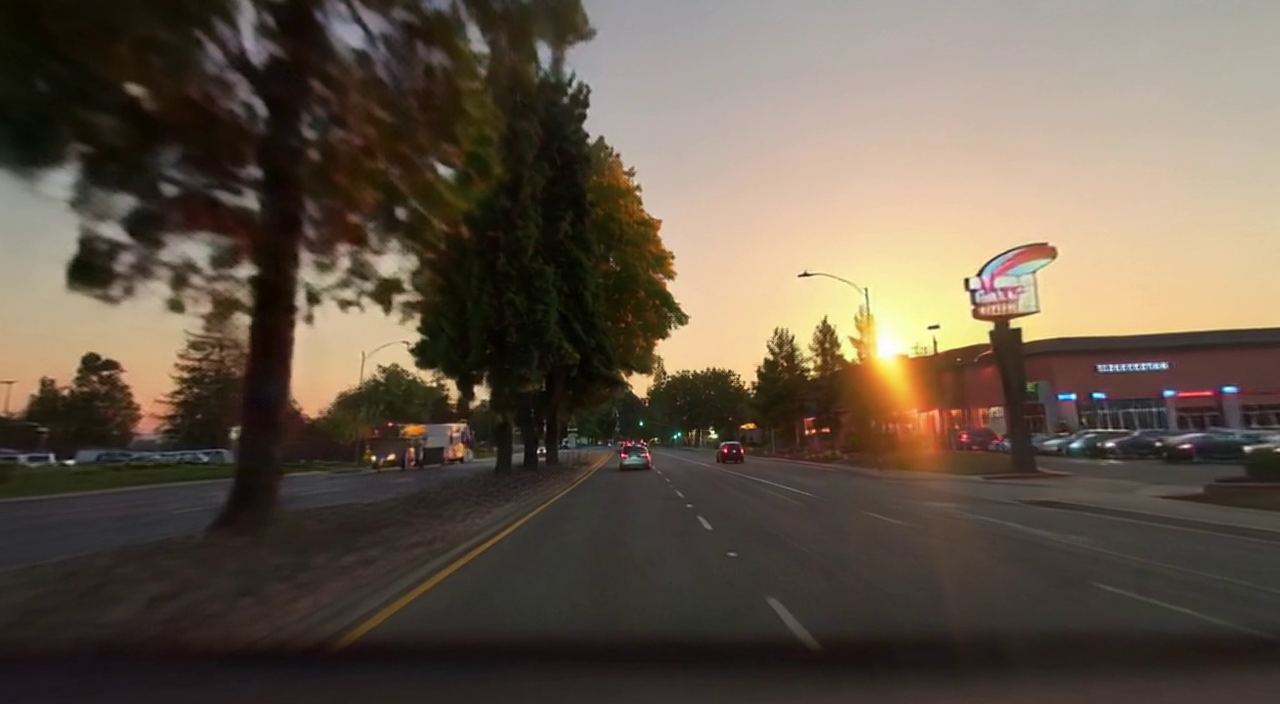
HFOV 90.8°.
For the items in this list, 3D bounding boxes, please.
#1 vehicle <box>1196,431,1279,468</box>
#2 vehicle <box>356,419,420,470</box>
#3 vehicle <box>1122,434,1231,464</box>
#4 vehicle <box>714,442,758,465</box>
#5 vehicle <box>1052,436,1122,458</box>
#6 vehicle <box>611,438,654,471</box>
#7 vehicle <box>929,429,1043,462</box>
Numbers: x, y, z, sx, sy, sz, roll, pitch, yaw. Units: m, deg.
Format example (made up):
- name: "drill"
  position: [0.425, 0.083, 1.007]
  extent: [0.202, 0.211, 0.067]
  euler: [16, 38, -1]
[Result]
- name: "vehicle"
  position: [26.799, 4.123, 26.888]
  extent: [1.840, 1.446, 4.820]
  euler: [-1, -8, 0]
- name: "vehicle"
  position: [-19.776, 7.297, 49.853]
  extent: [2.986, 3.786, 4.453]
  euler: [0, -8, 1]
- name: "vehicle"
  position: [26.943, 4.896, 31.964]
  extent: [1.761, 1.409, 4.353]
  euler: [0, -8, 1]
- name: "vehicle"
  position: [6.637, 7.059, 44.089]
  extent: [2.075, 1.475, 4.571]
  euler: [0, -8, -3]
- name: "vehicle"
  position: [32.734, 6.974, 46.454]
  extent: [1.804, 1.461, 4.611]
  euler: [0, -8, 1]
- name: "vehicle"
  position: [-0.461, 5.239, 32.392]
  extent: [2.072, 1.545, 4.578]
  euler: [0, -8, -3]
- name: "vehicle"
  position: [22.140, 6.011, 40.596]
  extent: [5.909, 1.970, 2.365]
  euler: [0, -8, 0]
